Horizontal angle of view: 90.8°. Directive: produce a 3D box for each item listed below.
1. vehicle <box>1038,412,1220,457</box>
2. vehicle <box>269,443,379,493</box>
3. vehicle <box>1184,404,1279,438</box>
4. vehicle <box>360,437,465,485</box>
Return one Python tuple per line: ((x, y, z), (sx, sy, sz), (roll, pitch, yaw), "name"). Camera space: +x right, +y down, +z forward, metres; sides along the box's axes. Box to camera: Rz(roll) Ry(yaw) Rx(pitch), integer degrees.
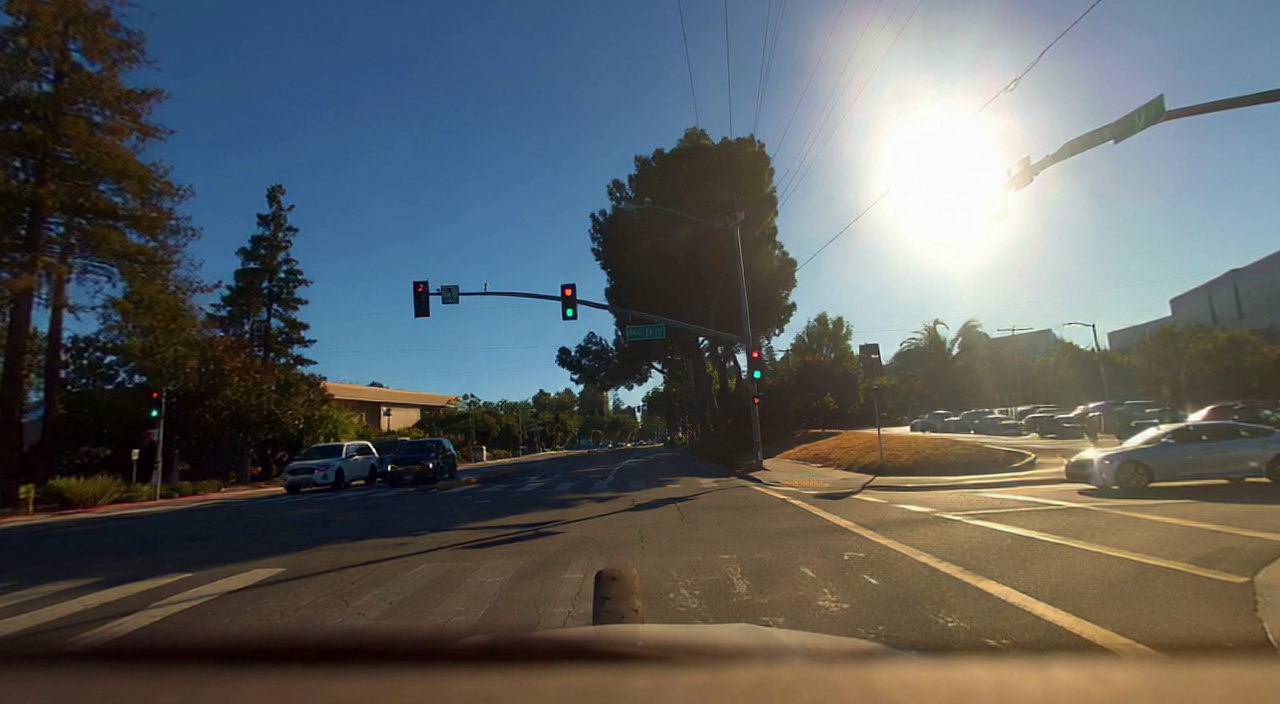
((16.906, 2.913, 22.135), (4.560, 1.453, 1.851), (-3, -9, 18), "vehicle")
((-13.814, 5.069, 28.036), (2.306, 1.957, 4.968), (0, -9, -1), "vehicle")
((34.801, 4.020, 36.663), (4.326, 1.511, 1.725), (-8, -9, 16), "vehicle")
((-10.187, 4.921, 28.943), (2.664, 1.940, 5.702), (0, -9, 0), "vehicle")
